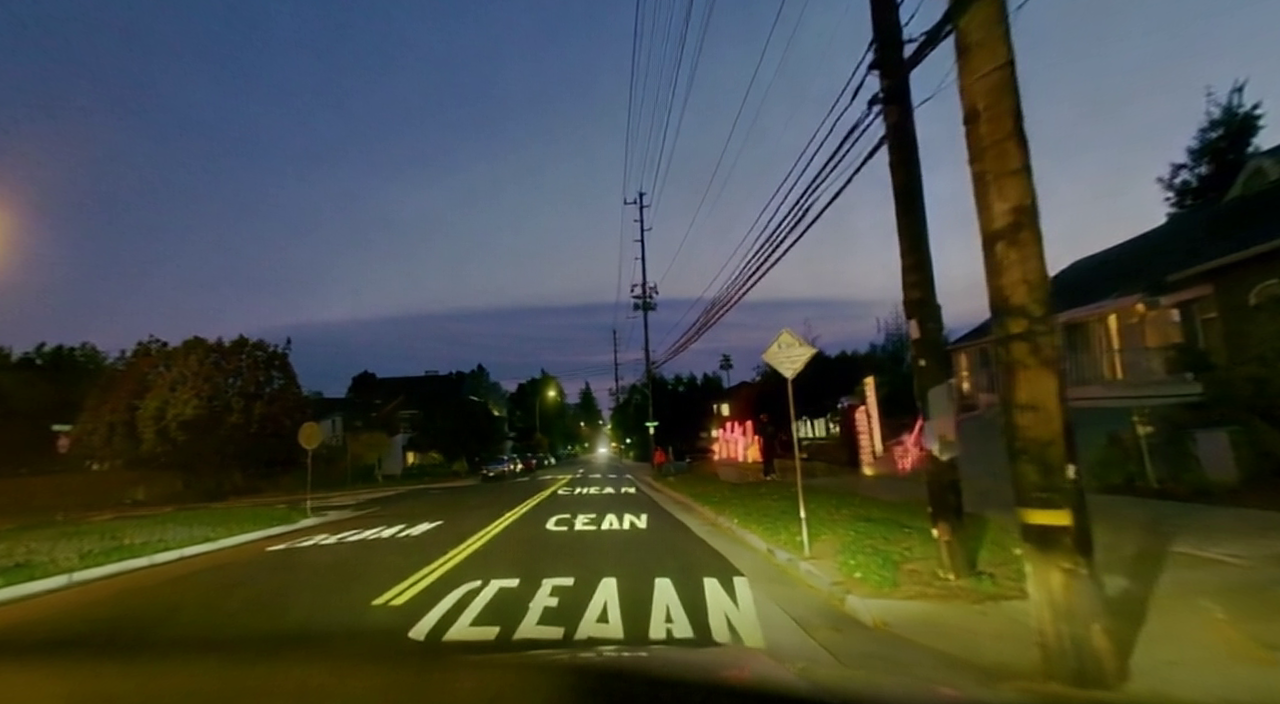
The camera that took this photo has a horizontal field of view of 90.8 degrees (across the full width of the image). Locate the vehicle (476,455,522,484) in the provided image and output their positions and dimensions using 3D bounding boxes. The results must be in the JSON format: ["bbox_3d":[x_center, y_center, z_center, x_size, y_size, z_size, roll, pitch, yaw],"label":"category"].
[{"bbox_3d":[-9.384,7.826,42.418,2.203,1.787,4.704,0,-9,-3],"label":"vehicle"}]
